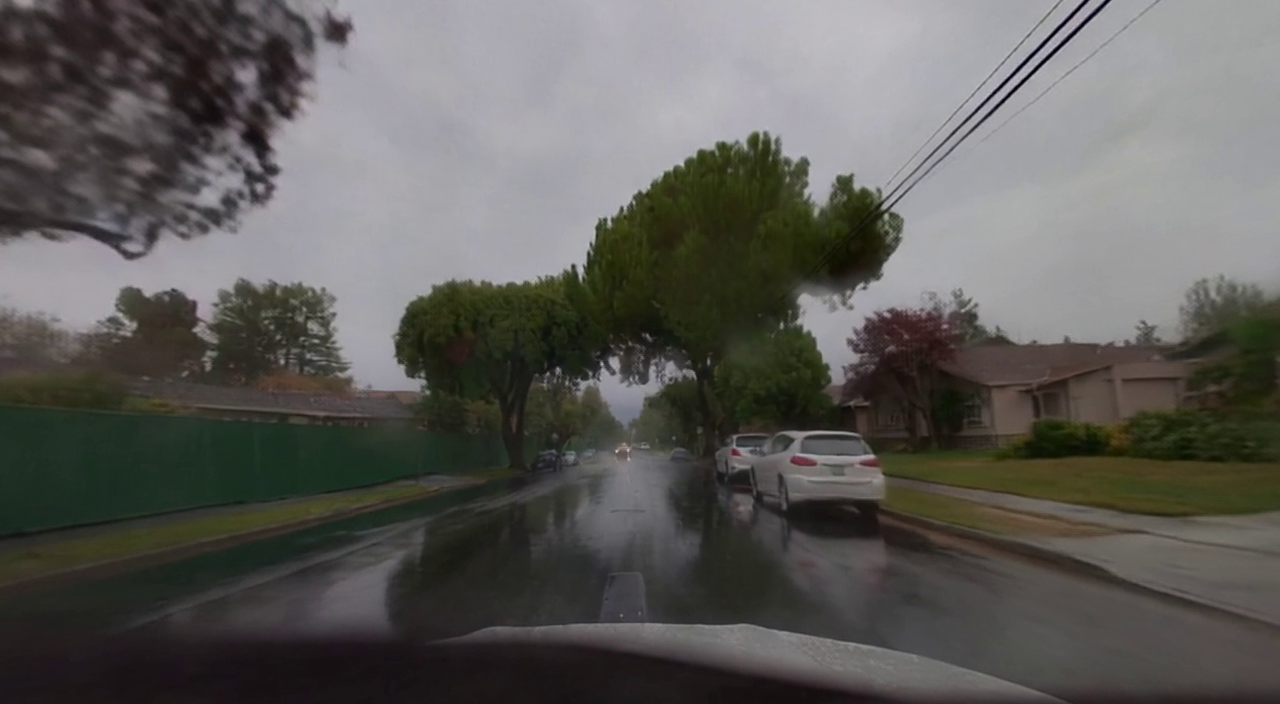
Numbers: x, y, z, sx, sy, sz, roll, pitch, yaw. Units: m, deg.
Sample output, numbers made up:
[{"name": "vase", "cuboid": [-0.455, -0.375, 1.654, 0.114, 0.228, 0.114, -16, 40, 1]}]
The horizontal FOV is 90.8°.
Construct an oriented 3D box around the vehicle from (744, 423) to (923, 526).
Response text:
[{"name": "vehicle", "cuboid": [3.591, 2.388, 12.890, 2.122, 1.673, 4.876, 0, -8, 0]}]
